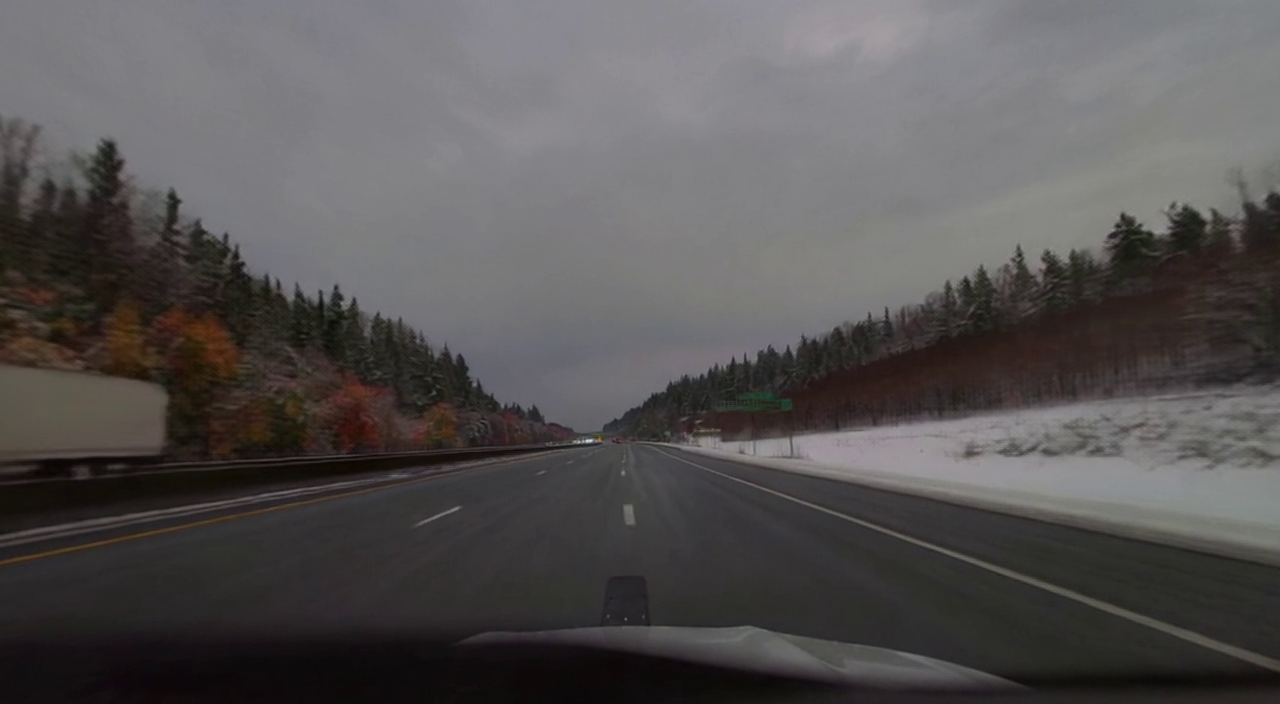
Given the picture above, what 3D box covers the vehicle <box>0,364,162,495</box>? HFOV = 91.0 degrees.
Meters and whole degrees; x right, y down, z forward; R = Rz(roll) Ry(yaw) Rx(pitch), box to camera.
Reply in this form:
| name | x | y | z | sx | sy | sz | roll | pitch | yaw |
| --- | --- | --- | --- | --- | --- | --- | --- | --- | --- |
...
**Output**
| name | x | y | z | sx | sy | sz | roll | pitch | yaw |
| --- | --- | --- | --- | --- | --- | --- | --- | --- | --- |
| vehicle | -21.925 | 2.463 | 19.923 | 2.969 | 4.157 | 13.943 | 0 | -8 | -2 |
